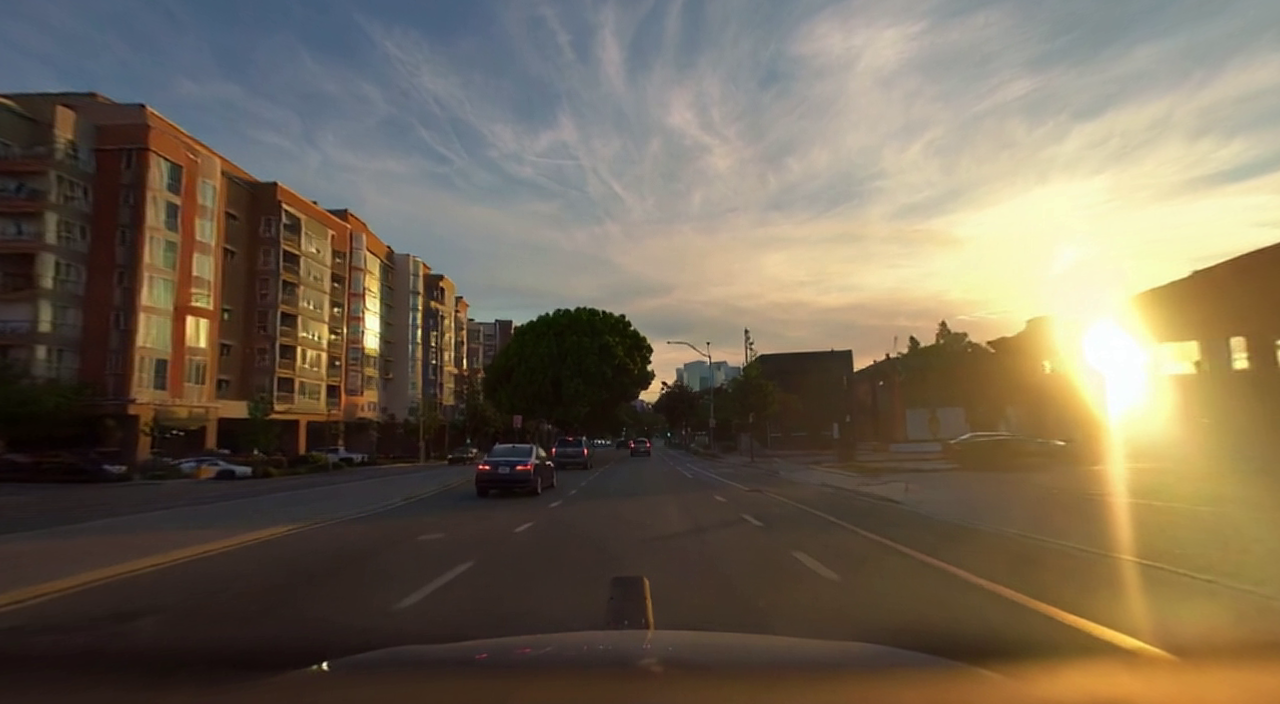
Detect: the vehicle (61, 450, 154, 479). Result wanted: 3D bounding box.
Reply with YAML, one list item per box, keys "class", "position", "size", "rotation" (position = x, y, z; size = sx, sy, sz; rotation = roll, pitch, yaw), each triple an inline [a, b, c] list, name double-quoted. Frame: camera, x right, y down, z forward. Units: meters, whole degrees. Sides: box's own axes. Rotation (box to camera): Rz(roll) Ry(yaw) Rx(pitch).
- class: "vehicle"
  position: [-37.148, 7.834, 44.061]
  size: [4.402, 1.868, 2.071]
  rotation: [0, -9, -4]

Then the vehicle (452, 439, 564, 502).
- class: "vehicle"
  position: [-3.261, 3.027, 16.508]
  size: [1.959, 1.406, 4.272]
  rotation: [0, -9, 0]

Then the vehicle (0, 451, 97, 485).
- class: "vehicle"
  position: [-37.044, 7.075, 38.637]
  size: [5.538, 1.947, 2.165]
  rotation: [-1, -9, 4]

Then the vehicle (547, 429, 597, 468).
- class: "vehicle"
  position: [-3.586, 5.243, 34.279]
  size: [2.152, 1.987, 4.527]
  rotation: [0, -9, 1]
